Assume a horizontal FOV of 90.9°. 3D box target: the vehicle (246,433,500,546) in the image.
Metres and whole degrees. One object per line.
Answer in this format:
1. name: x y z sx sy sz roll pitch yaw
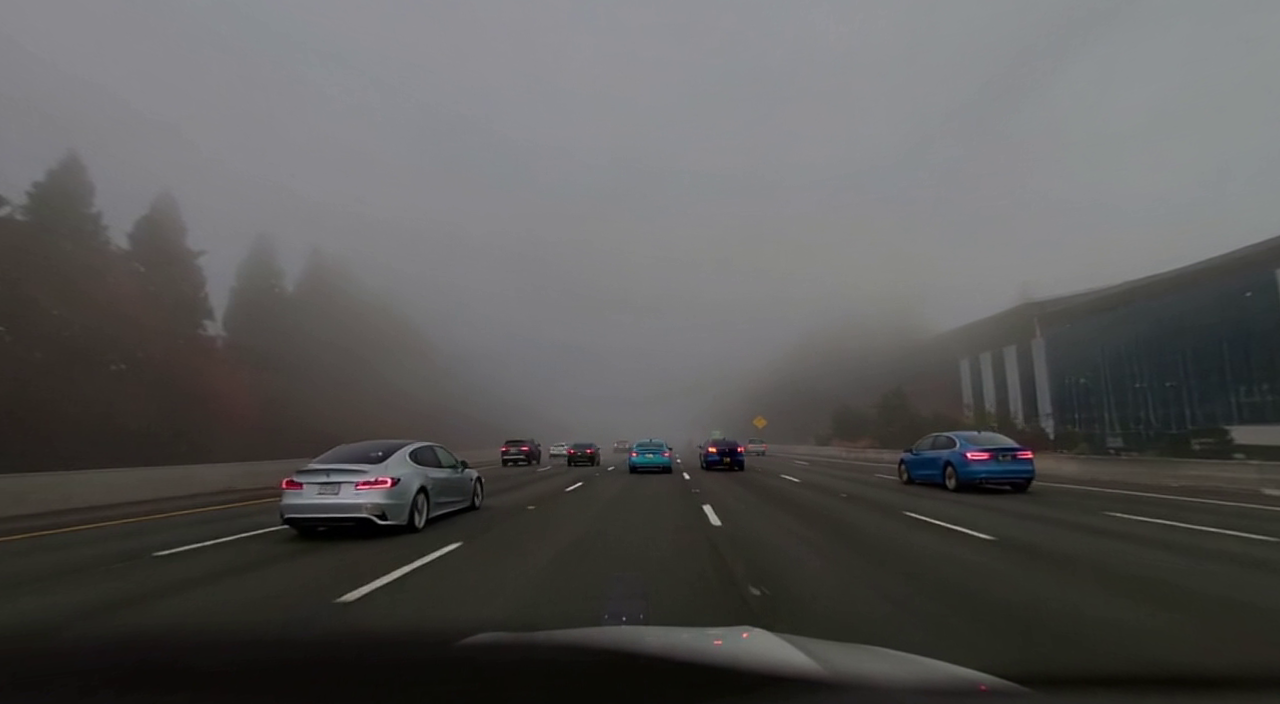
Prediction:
1. vehicle: -4.088 2.173 10.767 2.116 1.473 4.644 -1 -8 3

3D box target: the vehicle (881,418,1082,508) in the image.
1. vehicle: 7.625 2.527 14.845 1.960 1.726 5.016 -1 -8 1

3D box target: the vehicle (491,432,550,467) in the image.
1. vehicle: -6.905 5.709 37.059 2.187 1.851 5.085 -1 -8 3

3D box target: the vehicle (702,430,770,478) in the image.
1. vehicle: 3.738 4.064 25.337 2.114 1.715 4.136 -1 -8 1

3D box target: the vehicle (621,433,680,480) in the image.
1. vehicle: 0.433 4.028 24.511 2.102 1.624 4.257 -1 -8 2

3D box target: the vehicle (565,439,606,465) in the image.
1. vehicle: -3.214 5.996 37.910 1.886 1.455 4.148 -1 -8 3
